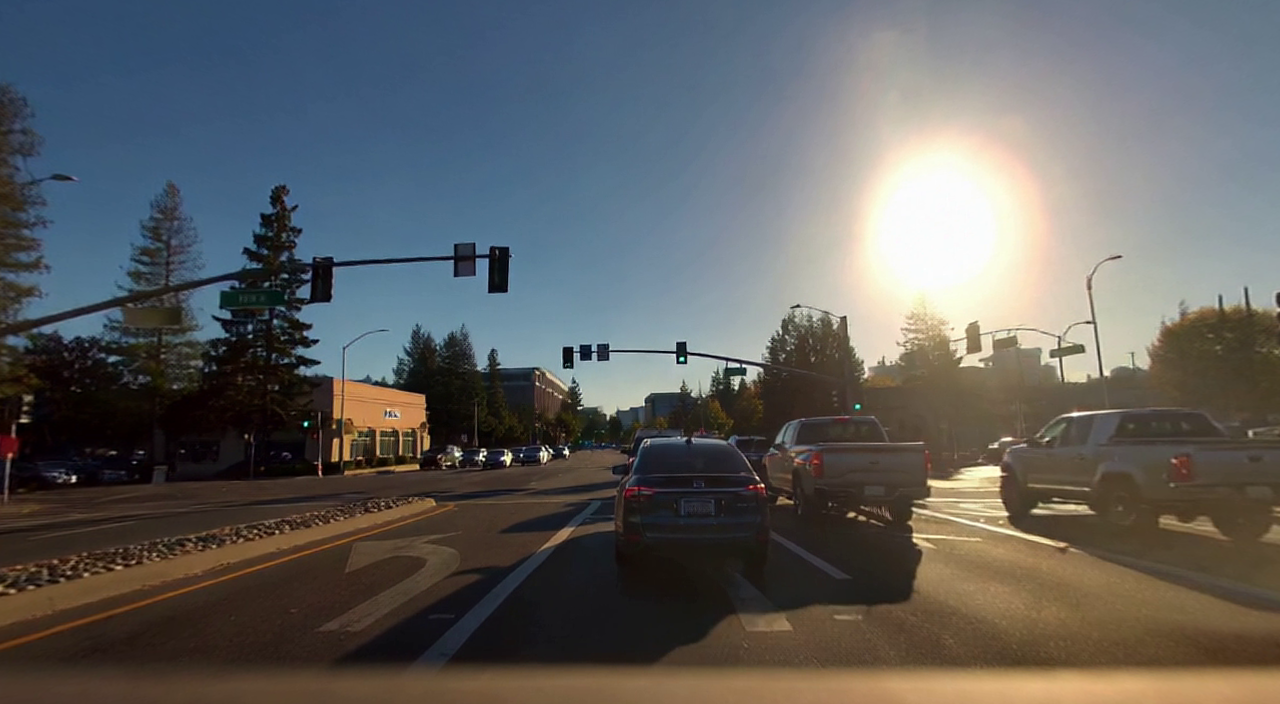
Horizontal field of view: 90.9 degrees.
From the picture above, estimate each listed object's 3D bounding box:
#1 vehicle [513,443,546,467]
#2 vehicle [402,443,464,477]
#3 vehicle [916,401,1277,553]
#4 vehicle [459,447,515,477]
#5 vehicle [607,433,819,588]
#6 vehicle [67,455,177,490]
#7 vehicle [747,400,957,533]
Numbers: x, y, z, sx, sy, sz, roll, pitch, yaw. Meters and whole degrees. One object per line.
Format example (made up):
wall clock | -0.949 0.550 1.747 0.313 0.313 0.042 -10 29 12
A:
vehicle | -8.550 8.017 49.195 1.904 1.789 4.021 0 -8 -1
vehicle | -11.973 6.242 36.862 1.991 1.844 4.393 0 -8 2
vehicle | 7.278 2.050 11.124 2.323 2.009 5.266 0 -8 -1
vehicle | -8.231 5.954 34.367 2.002 1.469 4.301 0 -8 0
vehicle | 0.623 1.796 7.985 2.038 1.447 3.756 0 -8 -3
vehicle | -29.075 6.732 35.431 4.789 1.828 2.025 -2 -9 11
vehicle | 3.843 2.226 12.826 2.358 2.116 5.328 0 -8 -1
